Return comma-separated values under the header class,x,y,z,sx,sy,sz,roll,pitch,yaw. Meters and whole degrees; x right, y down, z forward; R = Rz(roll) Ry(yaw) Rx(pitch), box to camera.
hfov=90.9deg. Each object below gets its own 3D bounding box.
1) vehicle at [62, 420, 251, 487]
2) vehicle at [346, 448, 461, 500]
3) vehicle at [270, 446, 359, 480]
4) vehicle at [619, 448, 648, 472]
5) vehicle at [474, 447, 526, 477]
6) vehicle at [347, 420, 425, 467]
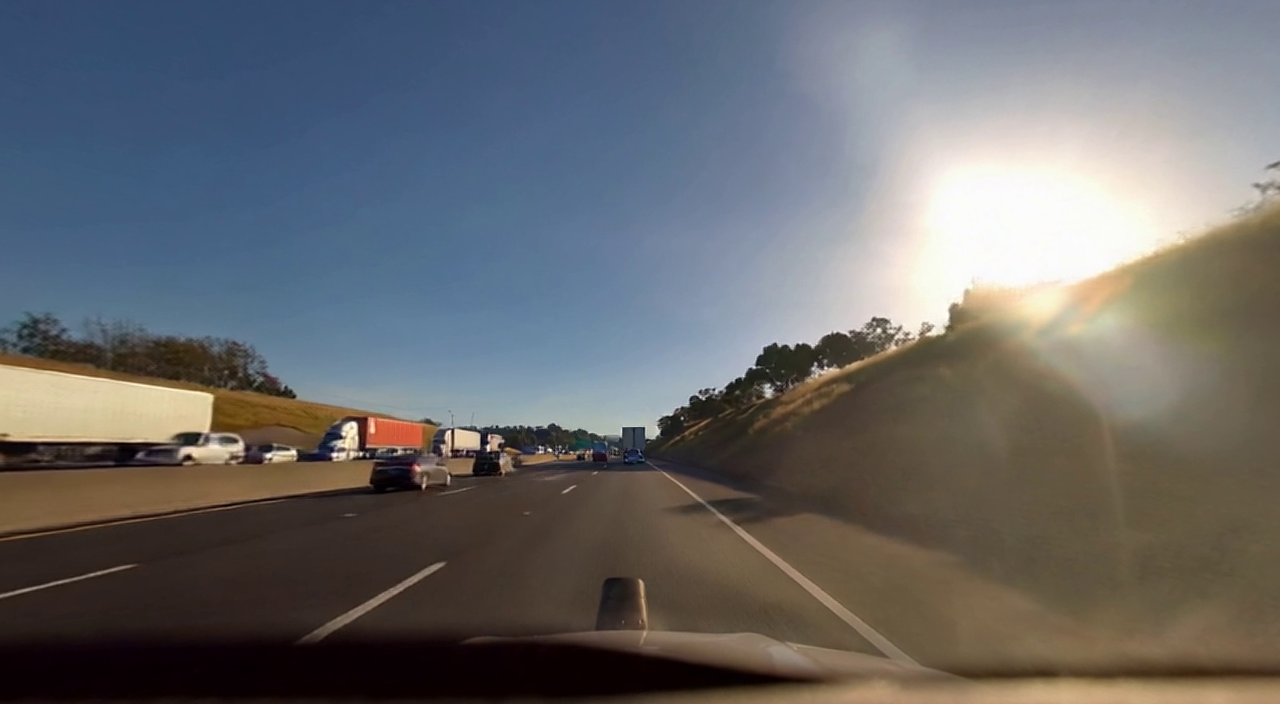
class,x,y,z,sx,sy,sz,roll,pitch,yaw
vehicle,-14.890,3.194,19.879,2.153,1.828,4.818,0,-9,-1
vehicle,-7.341,3.799,20.109,1.895,1.446,4.456,0,-9,0
vehicle,-14.755,5.046,28.846,1.927,1.393,4.071,0,-9,-1
vehicle,-0.461,7.943,46.376,2.009,1.657,3.962,0,-9,0
vehicle,-8.054,6.345,36.641,2.004,1.629,4.506,0,-9,0
vehicle,-19.833,7.250,49.858,2.935,3.383,7.992,0,-9,-1
